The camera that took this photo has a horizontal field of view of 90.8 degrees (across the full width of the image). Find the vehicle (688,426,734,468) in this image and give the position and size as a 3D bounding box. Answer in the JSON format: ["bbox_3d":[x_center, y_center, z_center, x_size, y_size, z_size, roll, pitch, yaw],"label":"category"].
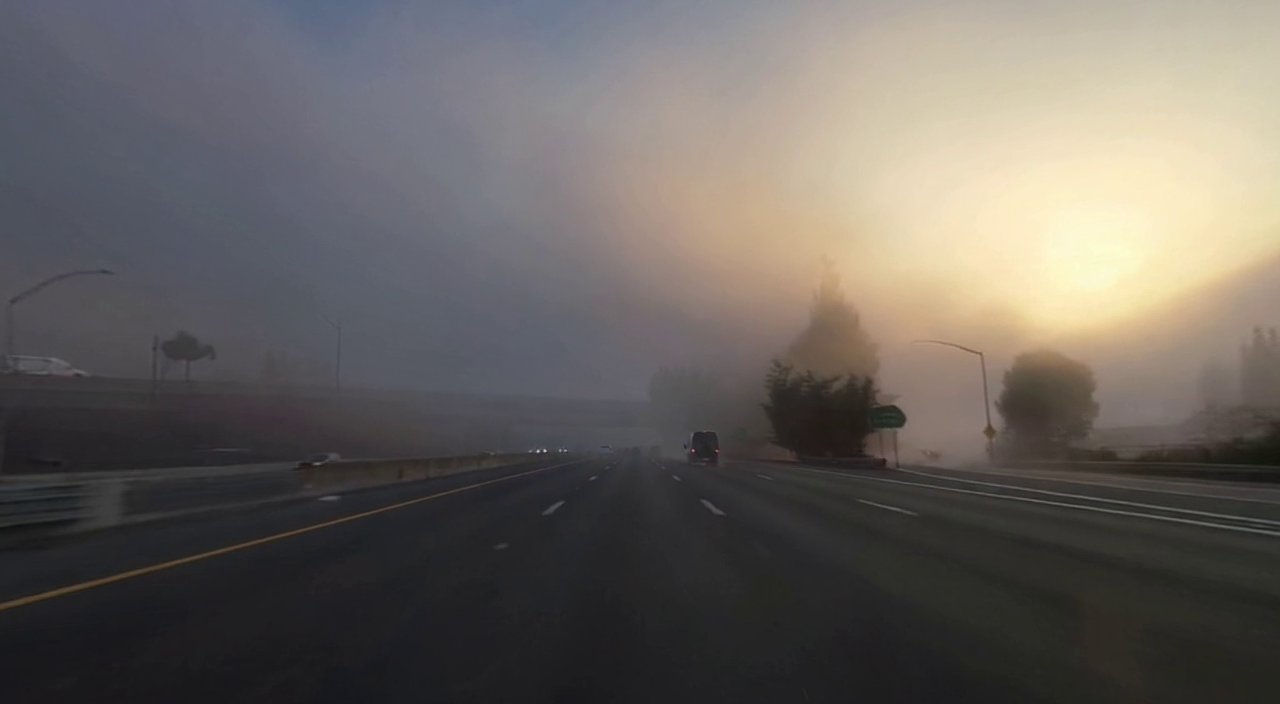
[{"bbox_3d":[4.759,6.502,43.249,2.576,2.670,5.494,0,-9,0],"label":"vehicle"}]

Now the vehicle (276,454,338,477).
[{"bbox_3d":[-23.081,7.841,43.967,1.817,1.472,4.544,0,-9,0],"label":"vehicle"}]
